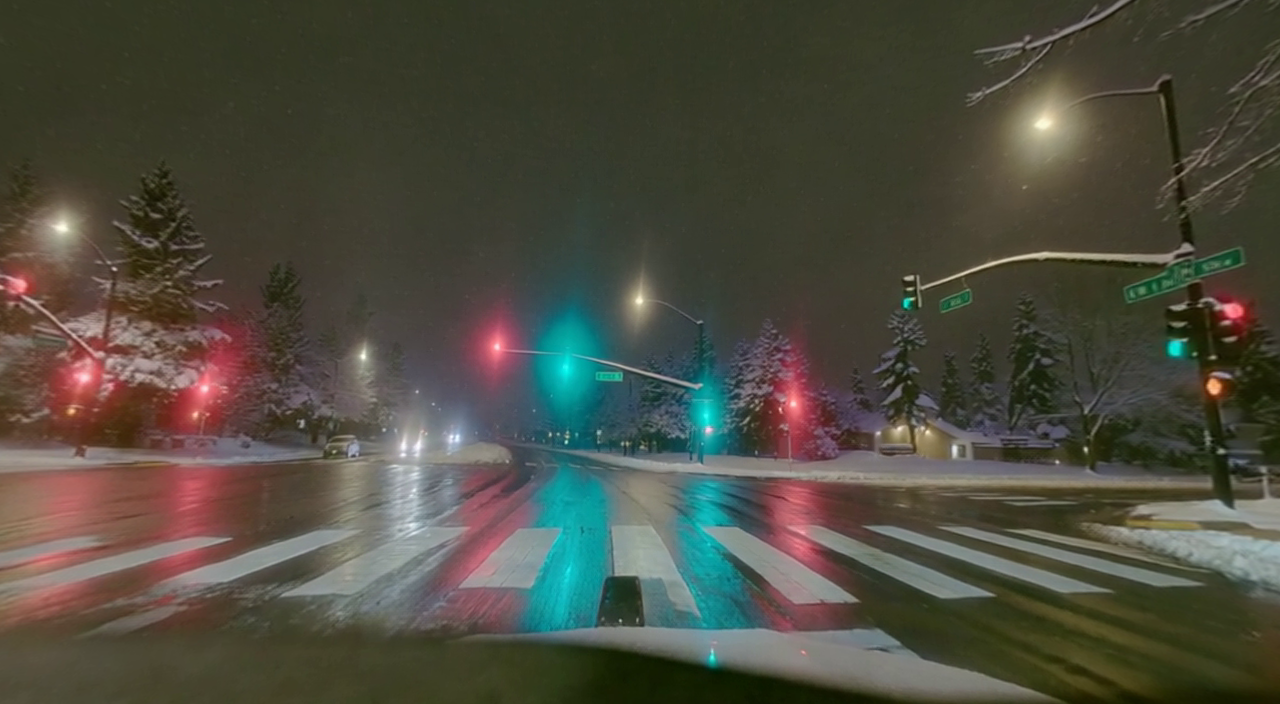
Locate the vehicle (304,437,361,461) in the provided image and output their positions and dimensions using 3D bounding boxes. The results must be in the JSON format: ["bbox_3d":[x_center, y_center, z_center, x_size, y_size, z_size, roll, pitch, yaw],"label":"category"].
[{"bbox_3d":[-19.886,6.298,41.049,1.918,1.432,4.433,1,-9,-7],"label":"vehicle"}]
